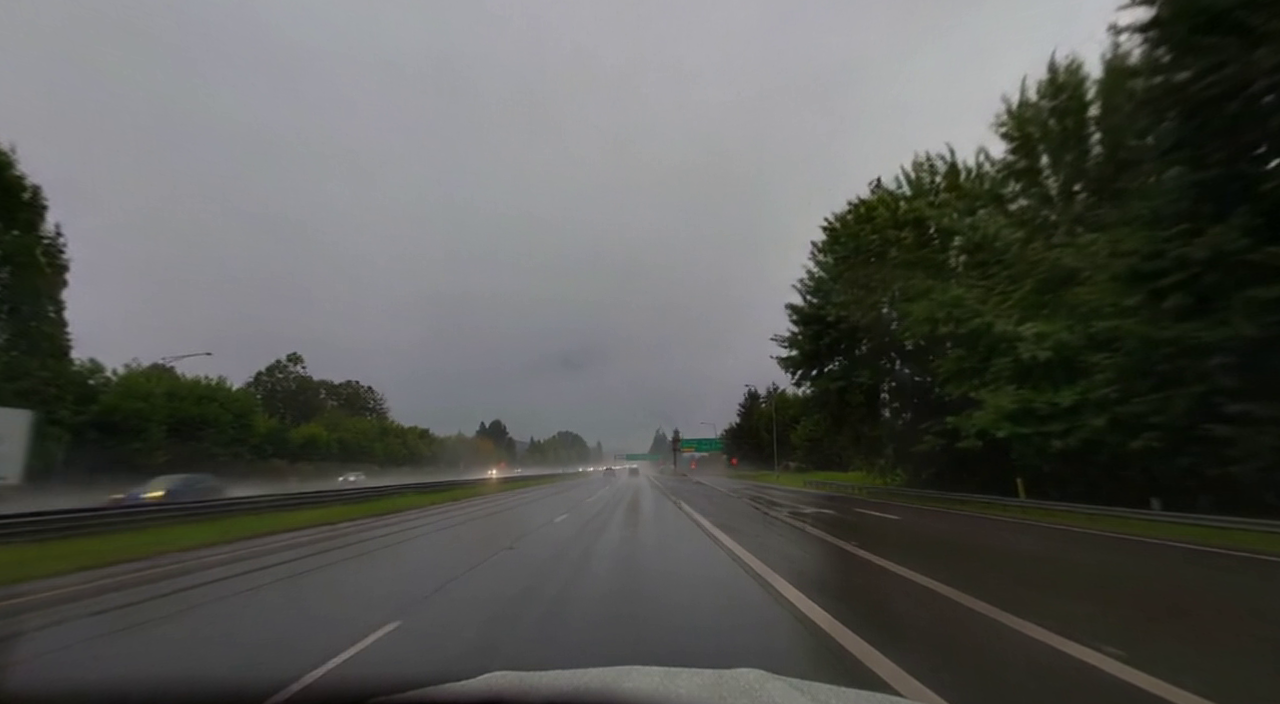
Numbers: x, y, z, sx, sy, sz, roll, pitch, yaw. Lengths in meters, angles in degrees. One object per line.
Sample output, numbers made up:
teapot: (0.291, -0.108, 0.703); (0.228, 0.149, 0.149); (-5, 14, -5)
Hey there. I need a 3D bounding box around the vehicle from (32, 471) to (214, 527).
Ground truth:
vehicle: (-16.179, 4.594, 20.139); (1.874, 1.496, 4.616); (1, -11, 0)
